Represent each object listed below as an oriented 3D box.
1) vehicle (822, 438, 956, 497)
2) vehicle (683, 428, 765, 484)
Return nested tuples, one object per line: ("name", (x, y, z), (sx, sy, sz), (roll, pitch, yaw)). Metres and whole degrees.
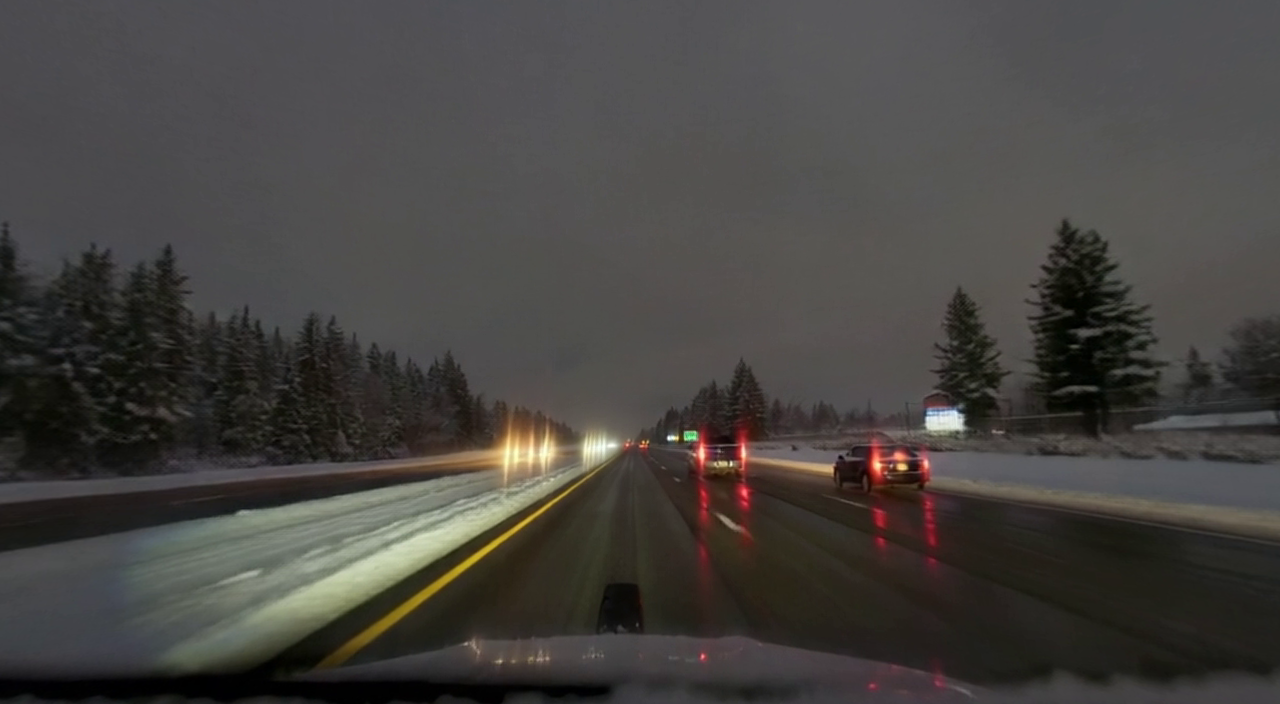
("vehicle", (6.766, 3.168, 17.712), (2.009, 1.456, 4.097), (0, -9, -1))
("vehicle", (2.939, 3.816, 23.324), (2.258, 1.824, 4.908), (0, -9, -1))
